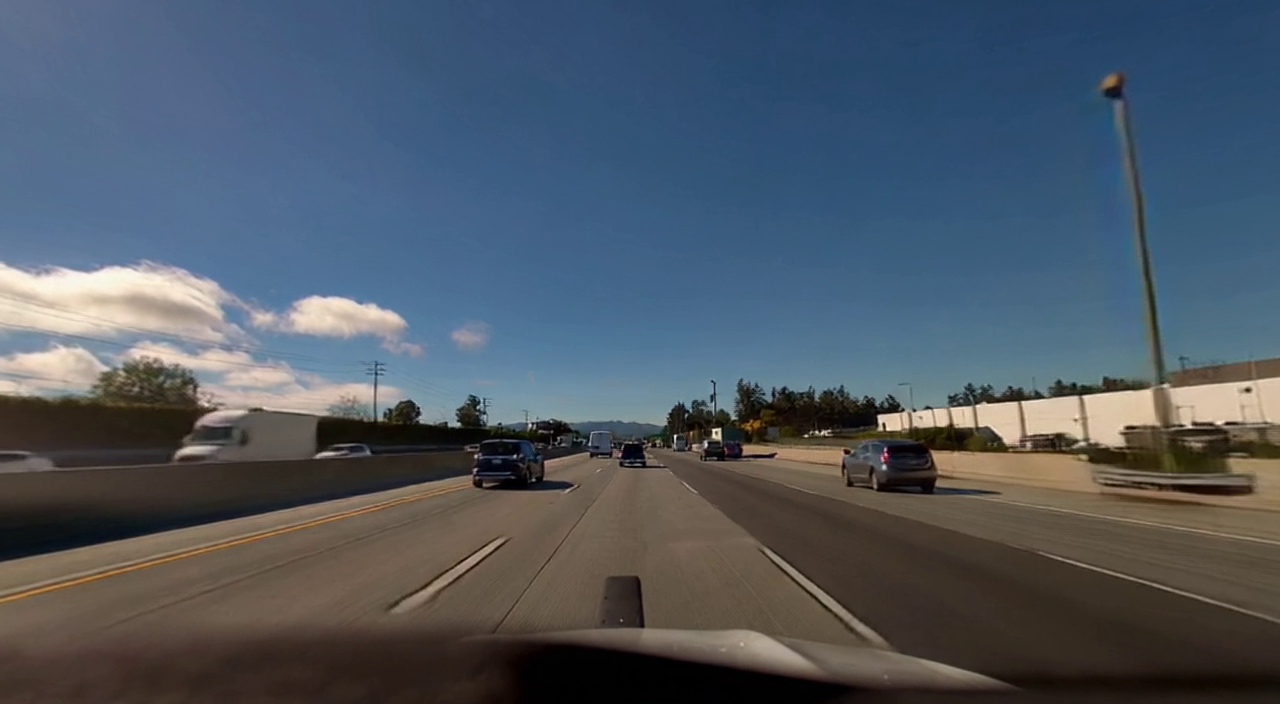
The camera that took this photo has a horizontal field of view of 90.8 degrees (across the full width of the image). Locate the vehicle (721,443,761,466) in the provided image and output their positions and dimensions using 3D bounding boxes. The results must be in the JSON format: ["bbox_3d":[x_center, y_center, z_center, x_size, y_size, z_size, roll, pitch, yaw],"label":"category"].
[{"bbox_3d":[6.714,6.898,42.567,1.879,1.428,4.402,0,-9,-1],"label":"vehicle"}]

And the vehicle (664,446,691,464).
[{"bbox_3d":[2.910,8.085,49.803,1.816,1.353,3.809,0,-8,-1],"label":"vehicle"}]

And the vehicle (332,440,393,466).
[{"bbox_3d":[-21.387,7.812,48.954,2.093,1.851,5.667,0,-8,0],"label":"vehicle"}]

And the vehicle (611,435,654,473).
[{"bbox_3d":[-0.366,5.082,31.686,2.002,1.759,4.658,0,-8,0],"label":"vehicle"}]

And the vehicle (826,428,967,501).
[{"bbox_3d":[6.574,2.927,16.779,1.944,1.666,4.184,0,-9,0],"label":"vehicle"}]

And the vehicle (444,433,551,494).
[{"bbox_3d":[-4.188,3.354,19.443,2.126,1.631,4.643,0,-9,1],"label":"vehicle"}]

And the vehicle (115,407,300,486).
[{"bbox_3d":[-13.671,3.063,20.511,2.393,2.225,4.996,0,-9,0],"label":"vehicle"}]
